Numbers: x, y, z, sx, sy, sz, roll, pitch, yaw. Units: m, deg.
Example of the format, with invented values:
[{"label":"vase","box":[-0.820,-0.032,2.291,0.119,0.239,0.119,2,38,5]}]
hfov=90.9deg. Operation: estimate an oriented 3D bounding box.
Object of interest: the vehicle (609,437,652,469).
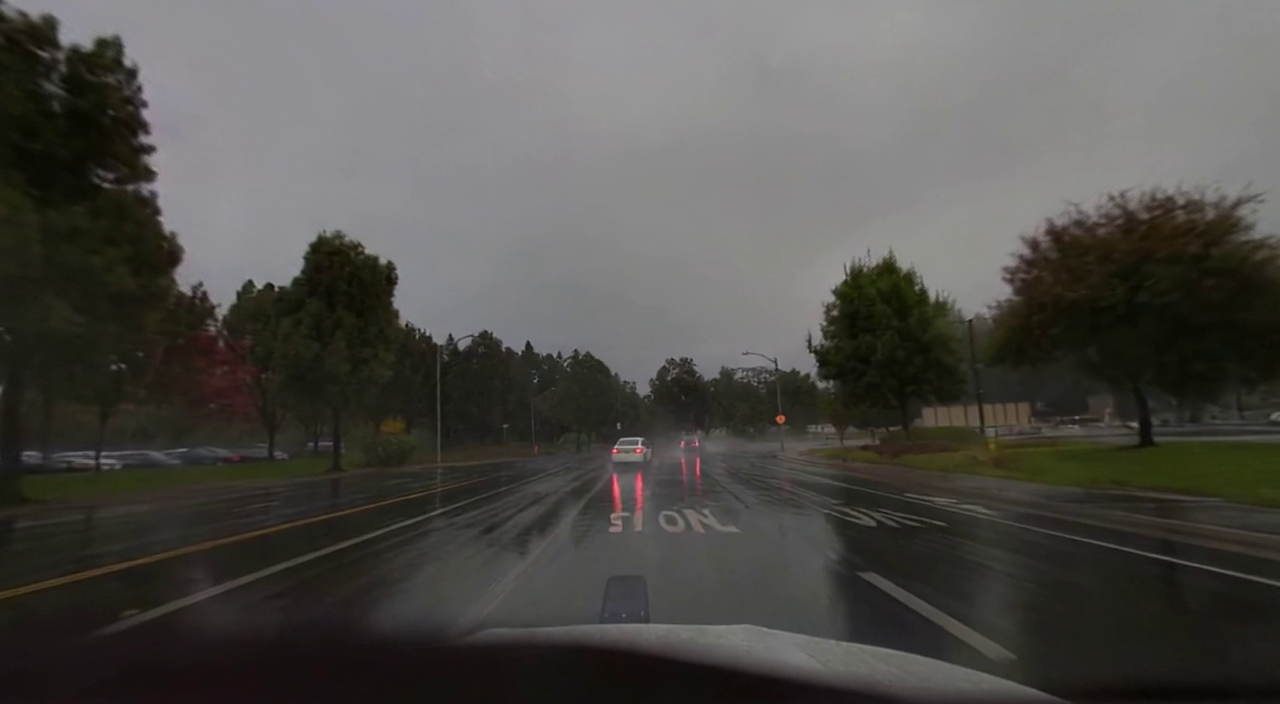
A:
[{"label":"vehicle","box":[-0.432,5.251,32.982,1.978,1.499,3.915,-1,-8,4]}]

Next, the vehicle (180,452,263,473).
[{"label":"vehicle","box":[-30.227,7.982,45.610,4.614,1.431,1.926,-1,-8,2]}]

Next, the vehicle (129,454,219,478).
[{"label":"vehicle","box":[-29.957,7.324,40.635,4.309,1.433,1.818,0,-8,-1]}]

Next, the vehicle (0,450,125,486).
[{"label":"vehicle","box":[-30.313,6.000,32.798,4.923,1.697,2.209,0,-8,-4]}]
